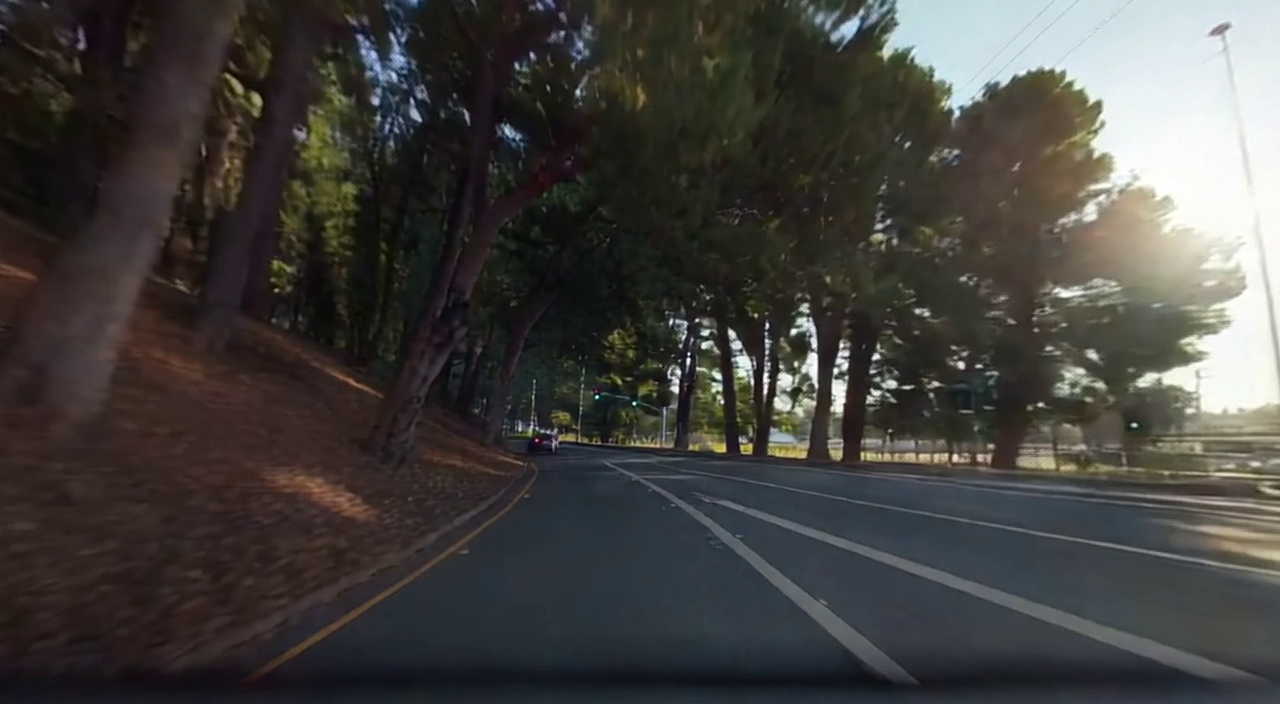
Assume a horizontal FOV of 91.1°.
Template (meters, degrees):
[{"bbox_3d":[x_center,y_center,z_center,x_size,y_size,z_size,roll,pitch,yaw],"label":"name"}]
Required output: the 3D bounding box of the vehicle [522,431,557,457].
[{"bbox_3d":[-7.261,6.620,45.038,1.947,1.729,4.051,2,-9,-17],"label":"vehicle"}]
